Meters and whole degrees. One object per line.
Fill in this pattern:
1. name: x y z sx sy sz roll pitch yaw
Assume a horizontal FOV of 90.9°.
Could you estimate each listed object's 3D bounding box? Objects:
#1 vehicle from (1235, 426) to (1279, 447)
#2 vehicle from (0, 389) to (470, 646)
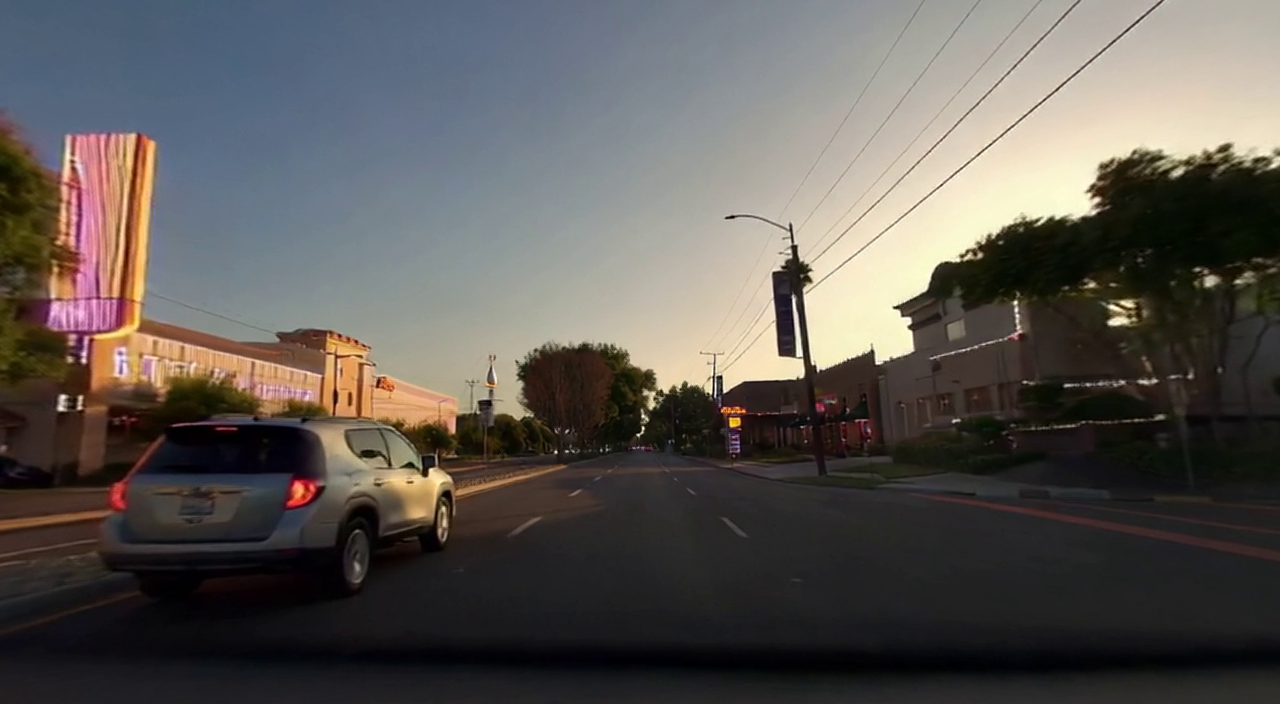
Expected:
1. vehicle: 49.312 6.594 49.188 1.892 1.570 3.898 8 -12 -41
2. vehicle: -3.494 1.449 6.598 2.062 1.693 4.669 0 -9 1
